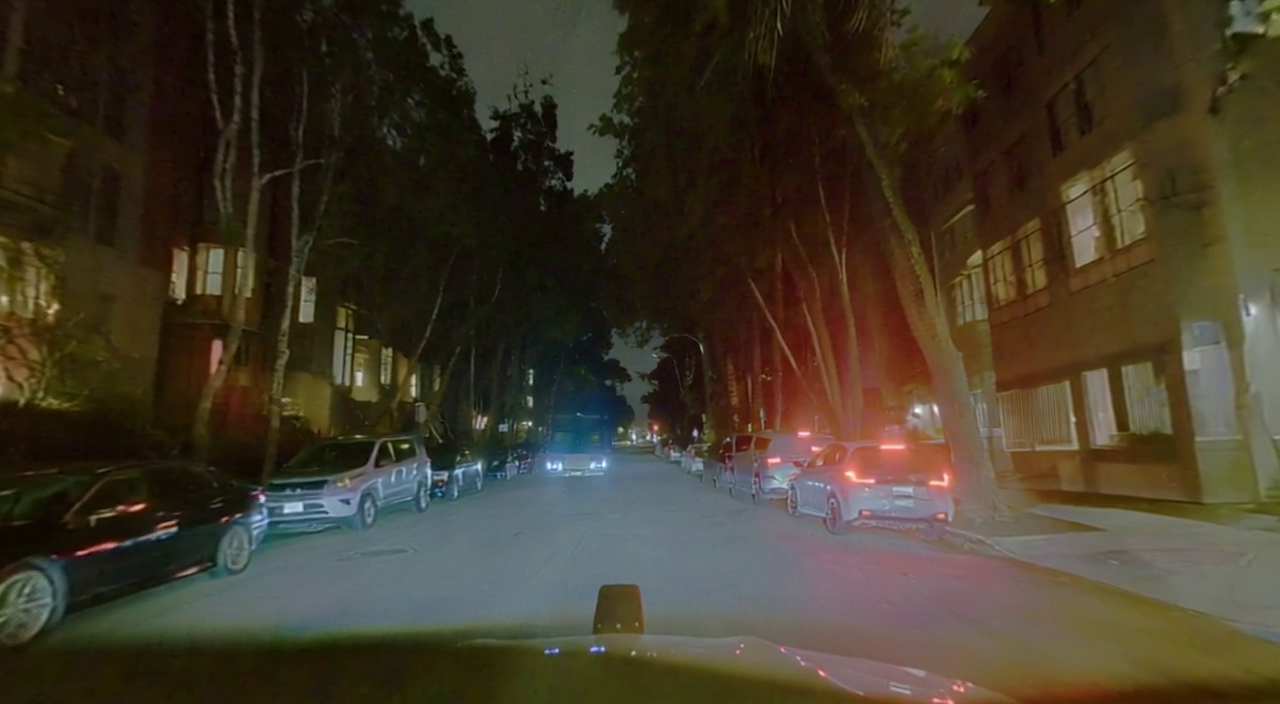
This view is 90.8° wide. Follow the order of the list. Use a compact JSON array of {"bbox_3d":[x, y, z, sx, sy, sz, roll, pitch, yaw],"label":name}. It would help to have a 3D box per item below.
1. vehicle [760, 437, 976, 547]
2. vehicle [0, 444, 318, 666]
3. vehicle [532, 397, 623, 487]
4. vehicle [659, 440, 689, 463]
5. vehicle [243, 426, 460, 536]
[{"bbox_3d":[3.537,2.224,10.795,1.813,1.468,4.267,1,-8,-5],"label":"vehicle"},{"bbox_3d":[-5.216,1.614,5.951,1.861,1.474,4.749,0,-8,0],"label":"vehicle"},{"bbox_3d":[-2.128,3.412,23.948,2.716,2.887,6.781,0,-8,0],"label":"vehicle"},{"bbox_3d":[2.573,7.650,48.528,1.878,1.664,4.033,0,-8,-3],"label":"vehicle"},{"bbox_3d":[-5.479,2.499,13.044,2.002,1.781,5.380,0,-8,-1],"label":"vehicle"}]
